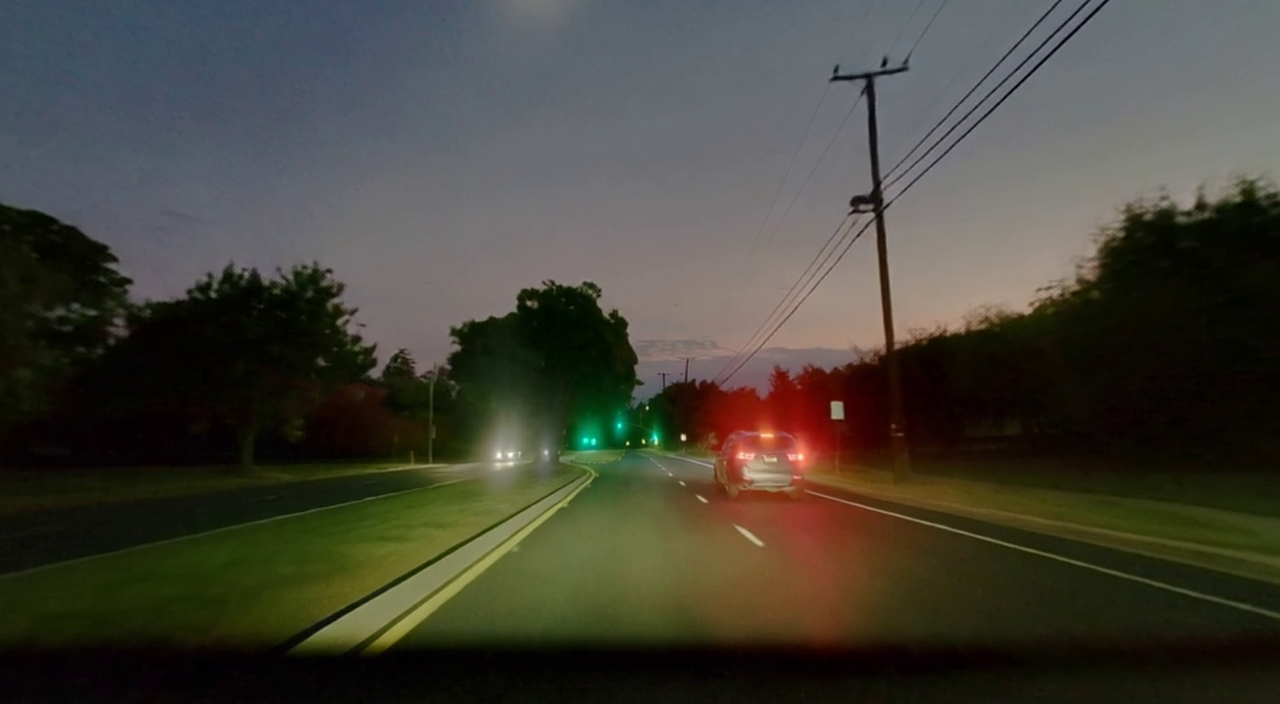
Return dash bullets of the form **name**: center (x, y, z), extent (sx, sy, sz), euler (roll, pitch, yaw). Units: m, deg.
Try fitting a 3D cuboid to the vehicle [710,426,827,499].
- **vehicle**: center (3.440, 3.100, 18.078), extent (2.193, 1.777, 4.772), euler (0, -9, -2)
